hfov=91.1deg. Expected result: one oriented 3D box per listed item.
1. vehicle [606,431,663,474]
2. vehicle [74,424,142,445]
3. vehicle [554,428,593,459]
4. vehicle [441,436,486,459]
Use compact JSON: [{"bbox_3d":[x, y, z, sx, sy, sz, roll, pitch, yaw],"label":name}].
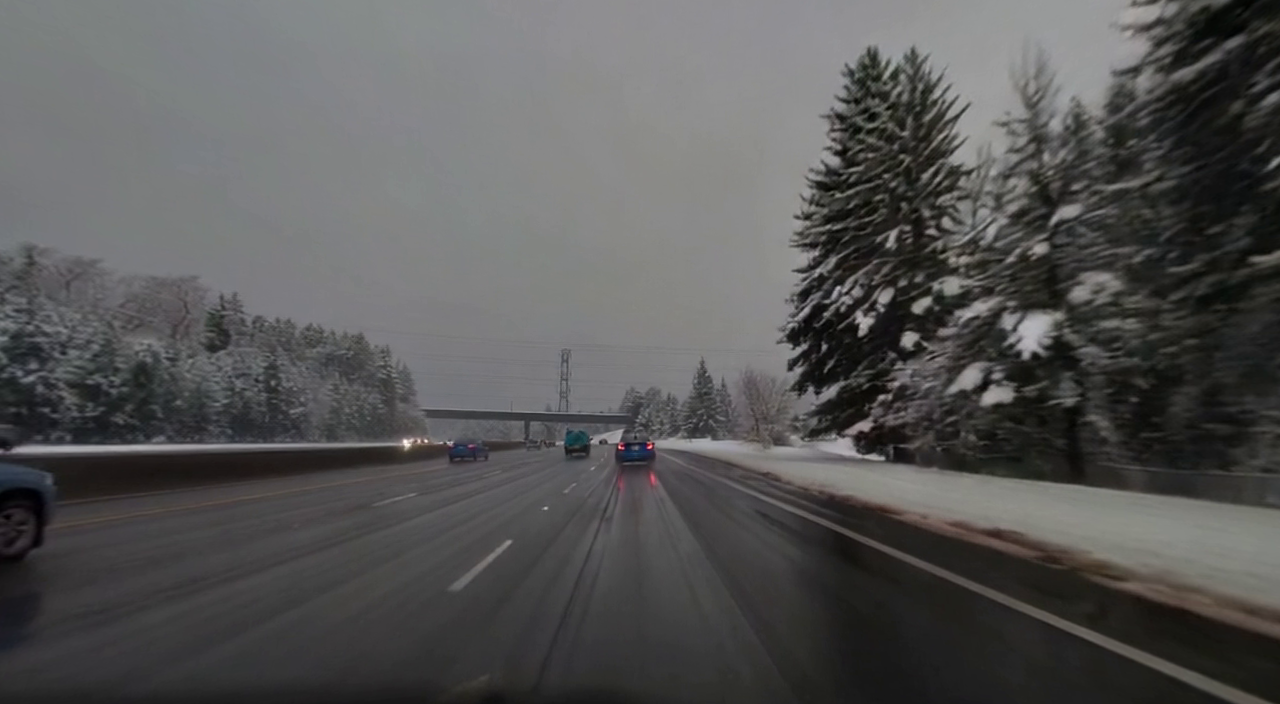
[{"bbox_3d":[-0.228,3.764,23.730,1.954,1.460,3.983,0,-8,-1],"label":"vehicle"},{"bbox_3d":[-37.741,5.906,44.633,1.624,1.394,3.703,0,-9,-1],"label":"vehicle"},{"bbox_3d":[-4.075,5.700,39.135,2.174,1.806,3.932,1,-8,-2],"label":"vehicle"},{"bbox_3d":[-11.890,6.469,42.550,1.844,1.446,4.395,0,-8,-2],"label":"vehicle"}]
